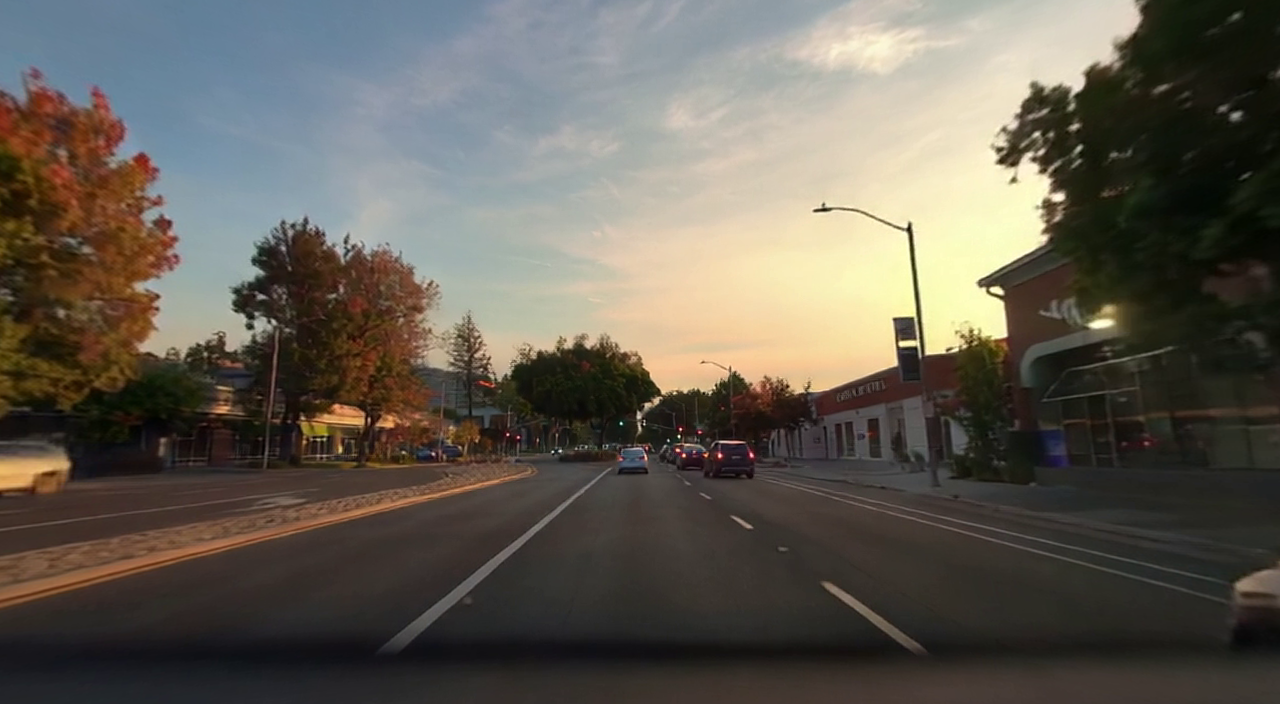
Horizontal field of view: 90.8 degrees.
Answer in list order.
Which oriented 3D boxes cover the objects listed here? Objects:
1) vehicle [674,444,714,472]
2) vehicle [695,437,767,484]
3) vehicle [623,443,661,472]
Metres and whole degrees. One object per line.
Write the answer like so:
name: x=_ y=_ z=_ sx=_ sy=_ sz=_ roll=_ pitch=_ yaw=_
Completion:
vehicle: x=3.029 y=6.071 z=36.422 sx=1.864 sy=1.484 sz=4.662 roll=0 pitch=-8 yaw=0
vehicle: x=3.439 y=4.204 z=24.717 sx=2.085 sy=1.668 sz=4.077 roll=0 pitch=-8 yaw=-1
vehicle: x=0.090 y=5.904 z=35.670 sx=2.023 sy=1.532 sz=3.891 roll=0 pitch=-8 yaw=-1
